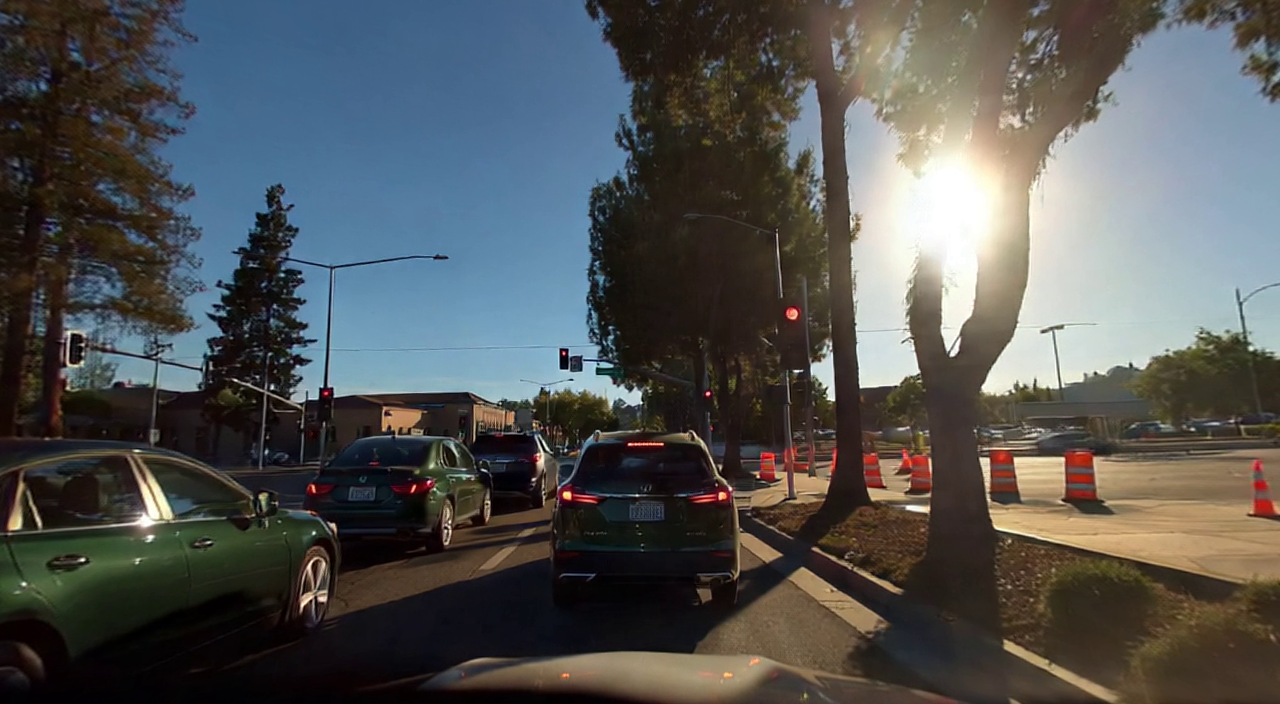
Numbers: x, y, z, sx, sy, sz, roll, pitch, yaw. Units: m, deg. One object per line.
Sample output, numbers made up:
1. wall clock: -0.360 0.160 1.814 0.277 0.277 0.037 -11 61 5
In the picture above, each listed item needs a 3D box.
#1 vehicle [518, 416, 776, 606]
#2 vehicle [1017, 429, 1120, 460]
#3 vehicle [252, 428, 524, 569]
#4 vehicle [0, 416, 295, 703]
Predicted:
1. vehicle: 0.103 1.619 7.211 2.167 1.560 3.676 0 -9 1
2. vehicle: 27.669 6.016 40.806 5.082 1.907 2.115 0 -9 1
3. vehicle: -3.278 1.994 9.450 1.989 1.541 4.626 0 -9 2
4. vehicle: -3.591 0.948 2.151 2.064 1.497 4.722 0 -9 1
